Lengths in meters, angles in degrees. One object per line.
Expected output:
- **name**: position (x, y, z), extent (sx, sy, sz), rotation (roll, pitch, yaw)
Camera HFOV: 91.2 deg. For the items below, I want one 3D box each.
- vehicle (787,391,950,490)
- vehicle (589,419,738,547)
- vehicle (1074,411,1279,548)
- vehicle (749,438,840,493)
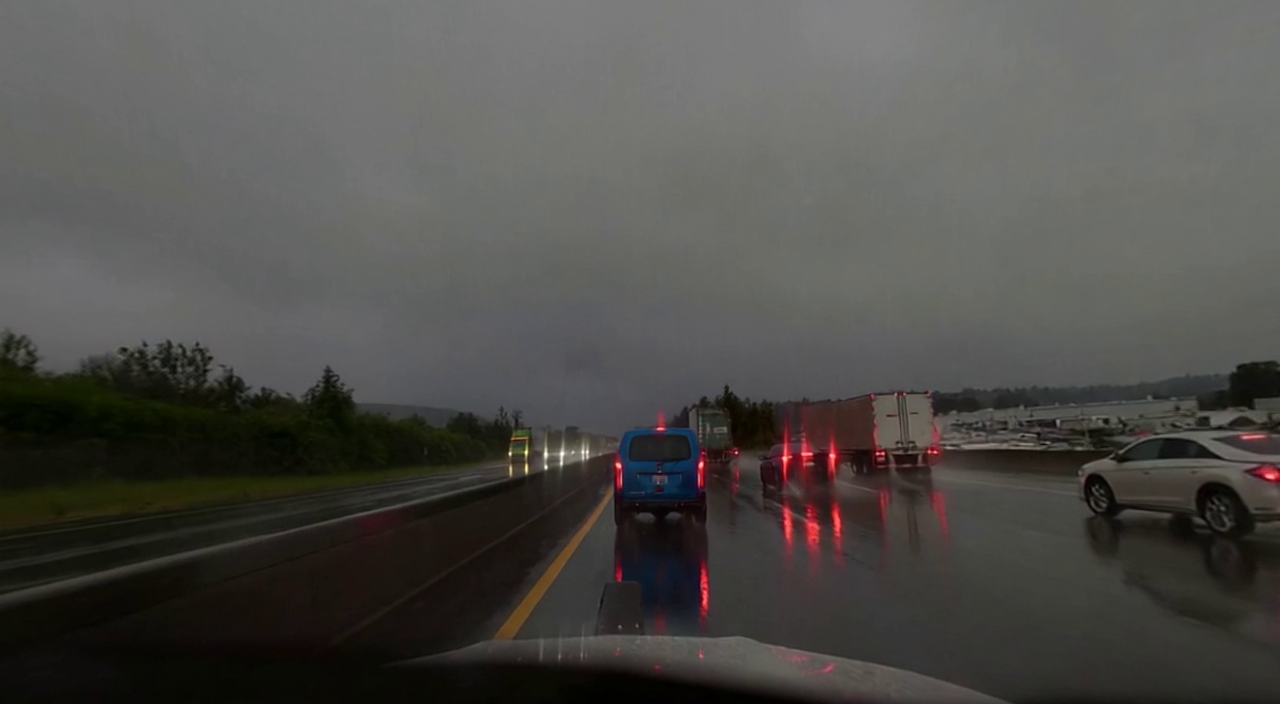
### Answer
- **vehicle**: position (8.727, 3.701, 25.888), extent (2.799, 3.188, 10.578), rotation (0, -9, 0)
- **vehicle**: position (0.312, 1.995, 10.073), extent (1.965, 1.664, 3.428), rotation (0, -9, 0)
- **vehicle**: position (8.798, 1.768, 9.048), extent (1.913, 1.652, 4.384), rotation (-1, -9, 1)
- **vehicle**: position (4.640, 3.459, 19.375), extent (1.859, 1.512, 3.711), rotation (0, -9, 0)
